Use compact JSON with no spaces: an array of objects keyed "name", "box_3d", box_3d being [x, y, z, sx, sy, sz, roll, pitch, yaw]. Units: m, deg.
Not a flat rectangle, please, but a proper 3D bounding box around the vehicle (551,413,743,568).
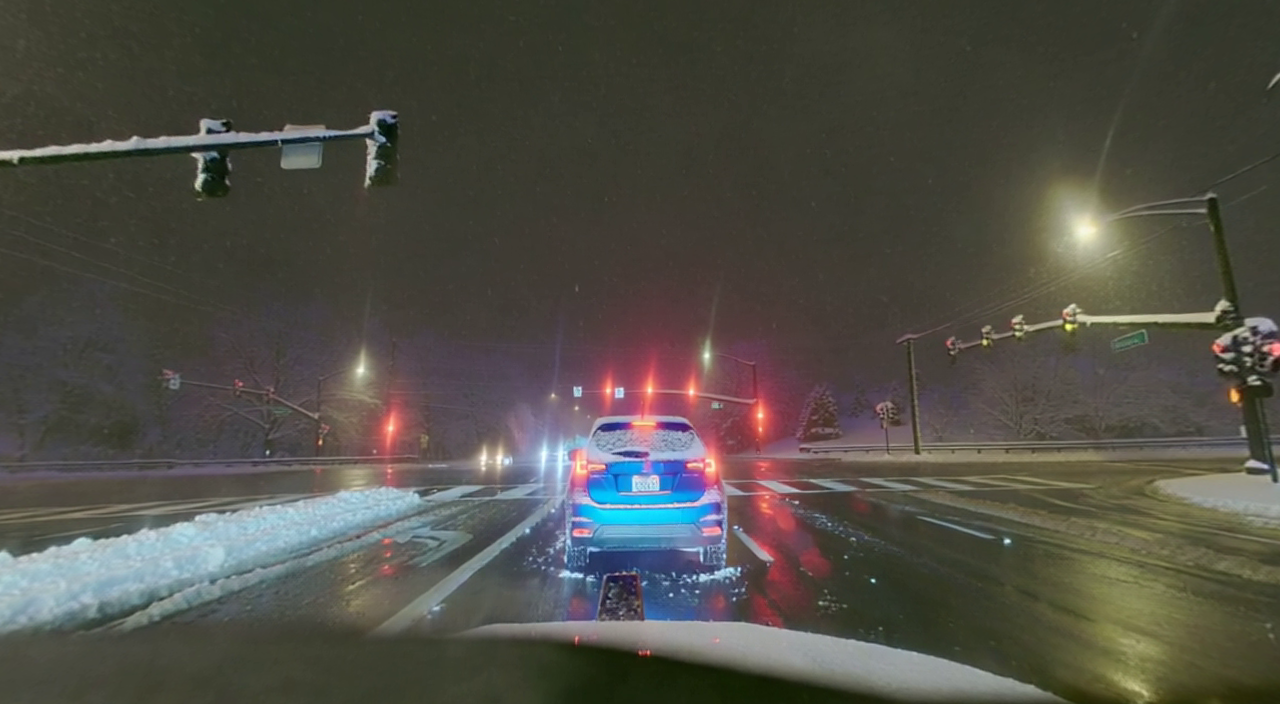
[{"name":"vehicle","box_3d":[0.035,1.755,8.714,2.027,1.626,3.942,0,-8,-1]}]
